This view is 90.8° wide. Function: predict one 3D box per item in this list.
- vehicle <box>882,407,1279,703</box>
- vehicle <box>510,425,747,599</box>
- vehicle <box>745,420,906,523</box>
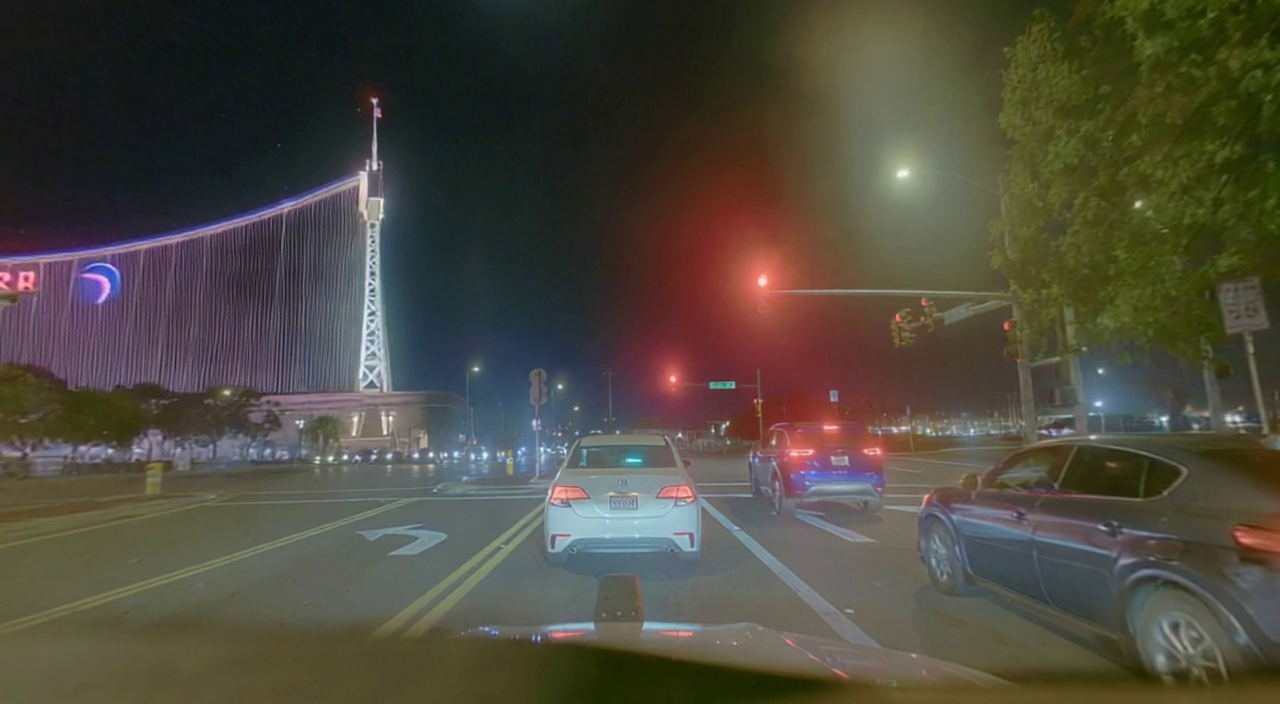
[{"bbox_3d":[3.374,1.203,4.148,1.833,1.465,4.258,0,-8,-1],"label":"vehicle"},{"bbox_3d":[-0.116,1.699,7.546,2.096,1.521,3.747,0,-8,0],"label":"vehicle"},{"bbox_3d":[3.539,2.381,13.108,1.978,1.738,4.599,0,-8,1],"label":"vehicle"}]
